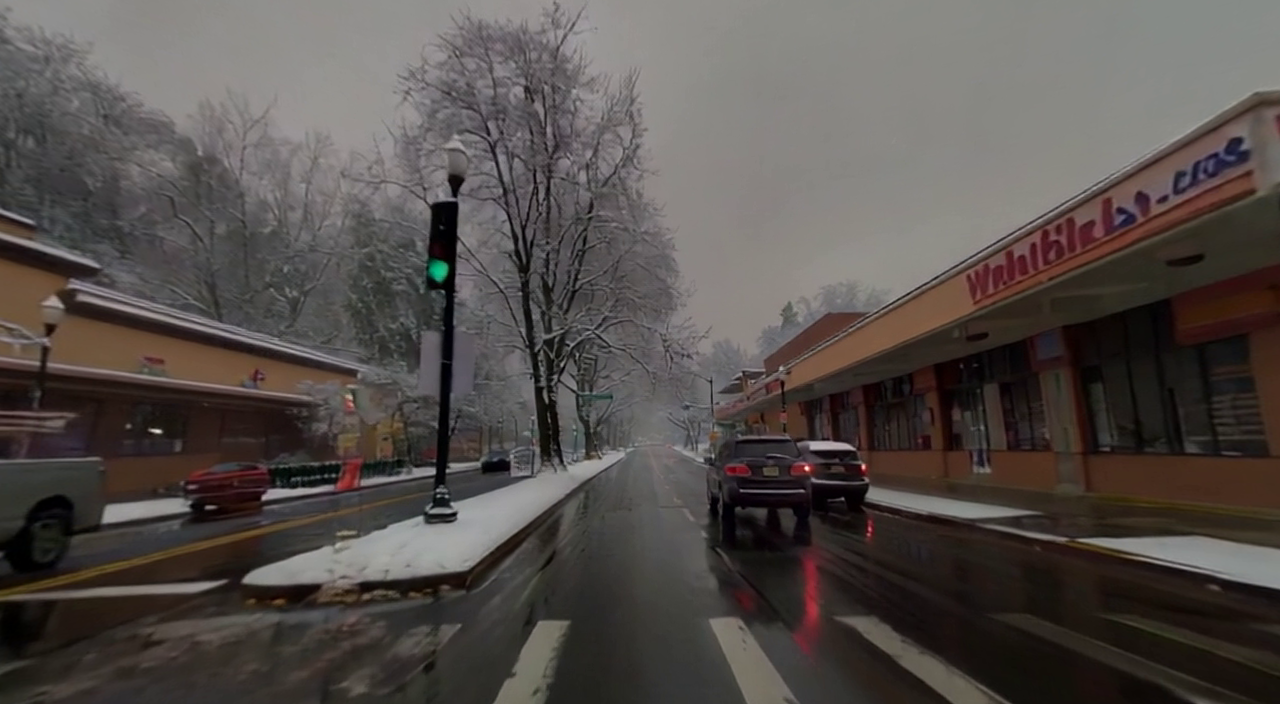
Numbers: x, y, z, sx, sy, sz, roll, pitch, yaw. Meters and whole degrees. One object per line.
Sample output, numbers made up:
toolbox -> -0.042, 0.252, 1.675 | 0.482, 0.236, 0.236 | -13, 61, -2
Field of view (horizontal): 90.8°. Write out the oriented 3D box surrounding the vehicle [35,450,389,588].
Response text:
vehicle -> -5.598, 2.185, 9.238 | 1.983, 1.438, 4.559 | 0, -8, 0

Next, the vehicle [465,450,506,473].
vehicle -> -11.431, 8.135, 46.987 | 1.943, 1.556, 4.497 | 0, -8, 0

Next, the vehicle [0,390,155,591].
vehicle -> -8.698, 1.517, 6.658 | 2.489, 2.323, 5.843 | 0, -8, 0

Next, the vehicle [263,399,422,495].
vehicle -> -11.165, 3.944, 24.688 | 2.874, 3.047, 6.719 | -3, -13, 0

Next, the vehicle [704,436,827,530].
vehicle -> 2.398, 2.554, 12.786 | 1.822, 1.654, 2.794 | 0, -8, -2
